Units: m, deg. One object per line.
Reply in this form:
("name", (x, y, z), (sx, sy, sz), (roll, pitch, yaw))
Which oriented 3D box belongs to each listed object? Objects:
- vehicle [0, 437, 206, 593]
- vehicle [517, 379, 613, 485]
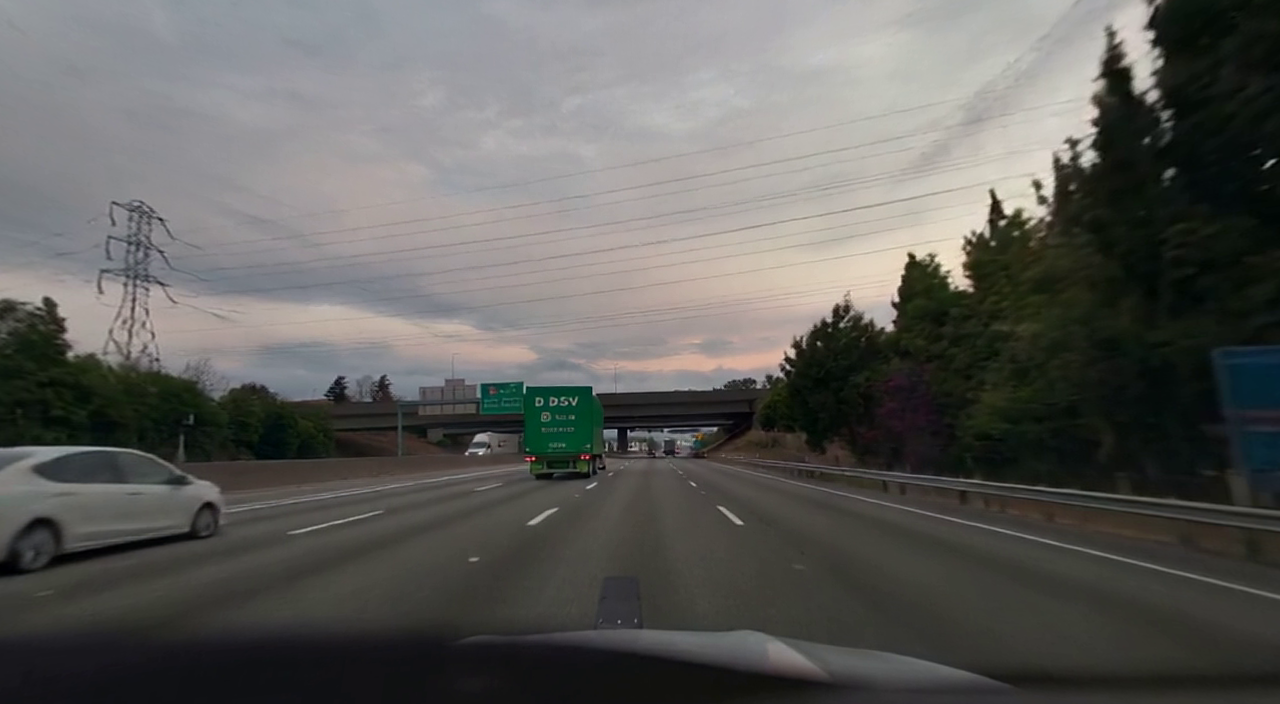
("vehicle", (-7.053, 1.610, 6.314), (1.958, 1.467, 4.737), (-1, -9, 1))
("vehicle", (-3.116, 4.005, 30.303), (3.025, 4.002, 12.709), (-1, -9, 0))
